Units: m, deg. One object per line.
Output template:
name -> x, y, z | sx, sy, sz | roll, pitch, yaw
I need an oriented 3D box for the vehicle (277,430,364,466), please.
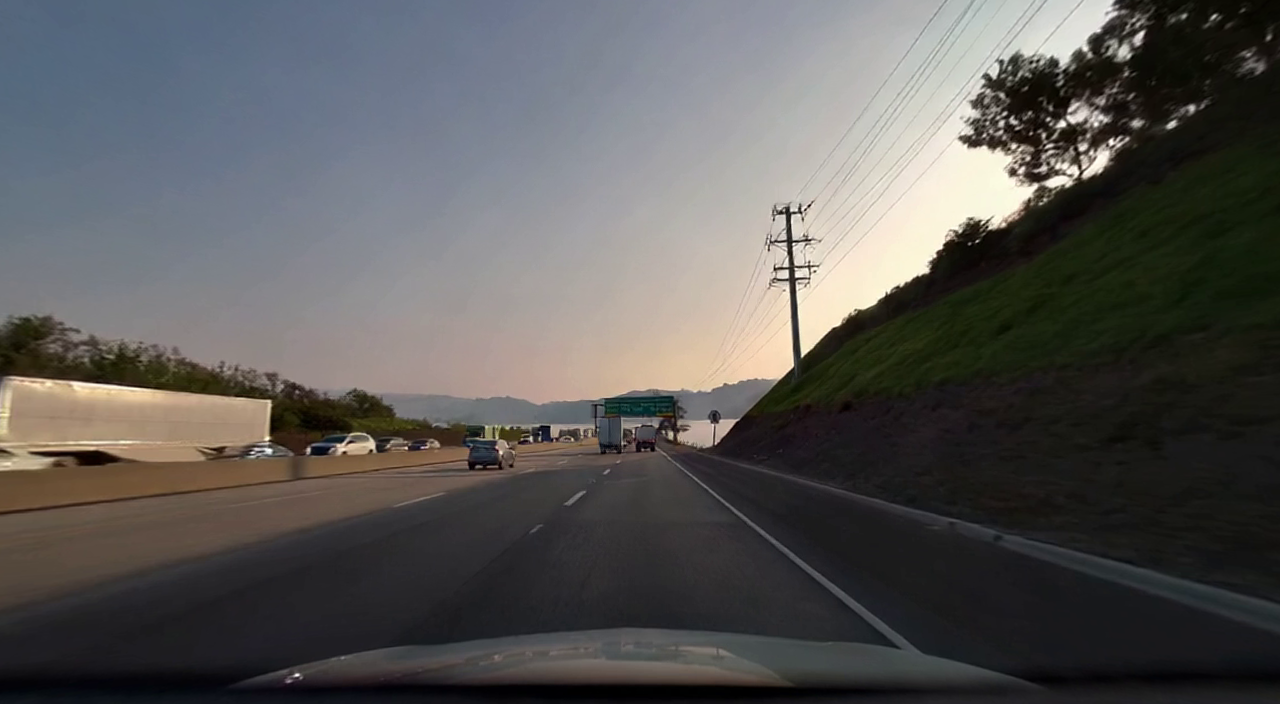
vehicle -> -16.625, 5.045, 33.145 | 2.021, 1.744, 4.750 | 0, -8, 0

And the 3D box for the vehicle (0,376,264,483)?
vehicle -> -24.717, 4.046, 31.852 | 2.902, 4.196, 13.673 | 0, -8, 0

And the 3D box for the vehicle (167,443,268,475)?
vehicle -> -20.991, 5.306, 31.577 | 1.909, 1.460, 4.467 | 0, -8, 0

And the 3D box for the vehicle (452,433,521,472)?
vehicle -> -7.491, 4.954, 31.336 | 2.192, 1.762, 4.559 | 0, -8, 1
